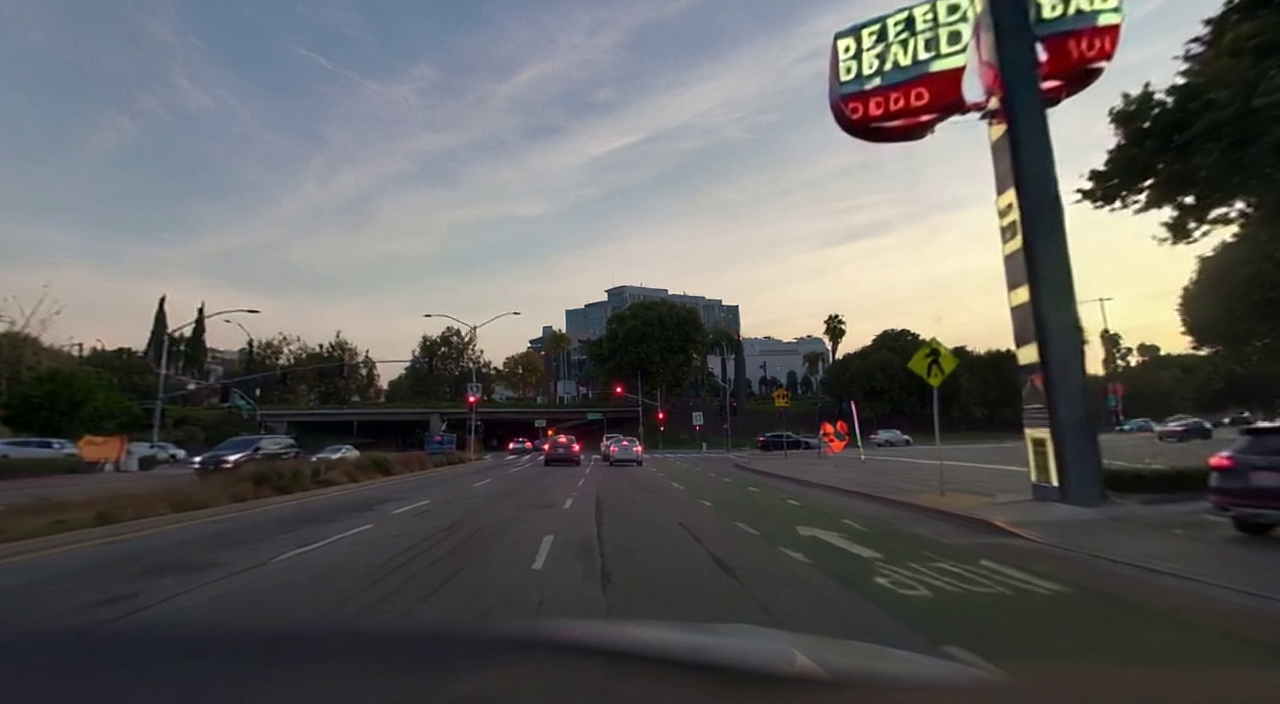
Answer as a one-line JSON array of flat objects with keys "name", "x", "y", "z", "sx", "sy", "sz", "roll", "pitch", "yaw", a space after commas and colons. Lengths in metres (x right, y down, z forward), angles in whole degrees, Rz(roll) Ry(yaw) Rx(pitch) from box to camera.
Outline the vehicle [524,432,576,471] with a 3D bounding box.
[{"name": "vehicle", "x": -4.029, "y": 4.541, "z": 29.029, "sx": 2.057, "sy": 1.610, "sz": 4.891, "roll": 0, "pitch": -8, "yaw": -5}]

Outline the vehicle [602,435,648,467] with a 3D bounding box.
[{"name": "vehicle", "x": -0.818, "y": 5.005, "z": 32.017, "sx": 2.176, "sy": 1.489, "sz": 4.518, "roll": 0, "pitch": -8, "yaw": -3}]

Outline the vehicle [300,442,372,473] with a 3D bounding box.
[{"name": "vehicle", "x": -16.286, "y": 5.650, "z": 34.127, "sx": 1.968, "sy": 1.557, "sz": 4.650, "roll": 1, "pitch": -8, "yaw": -5}]

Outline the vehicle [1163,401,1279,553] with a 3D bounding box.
[{"name": "vehicle", "x": 8.787, "y": 1.335, "z": 6.881, "sx": 4.487, "sy": 1.539, "sz": 1.947, "roll": 0, "pitch": -8, "yaw": -3}]

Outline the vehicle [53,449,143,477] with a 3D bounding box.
[{"name": "vehicle", "x": -38.796, "y": 7.966, "z": 45.305, "sx": 4.799, "sy": 1.819, "sz": 1.669, "roll": -1, "pitch": -8, "yaw": -1}]

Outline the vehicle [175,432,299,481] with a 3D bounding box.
[{"name": "vehicle", "x": -19.595, "y": 5.105, "z": 31.169, "sx": 2.655, "sy": 2.126, "sz": 5.813, "roll": 0, "pitch": -8, "yaw": -5}]
